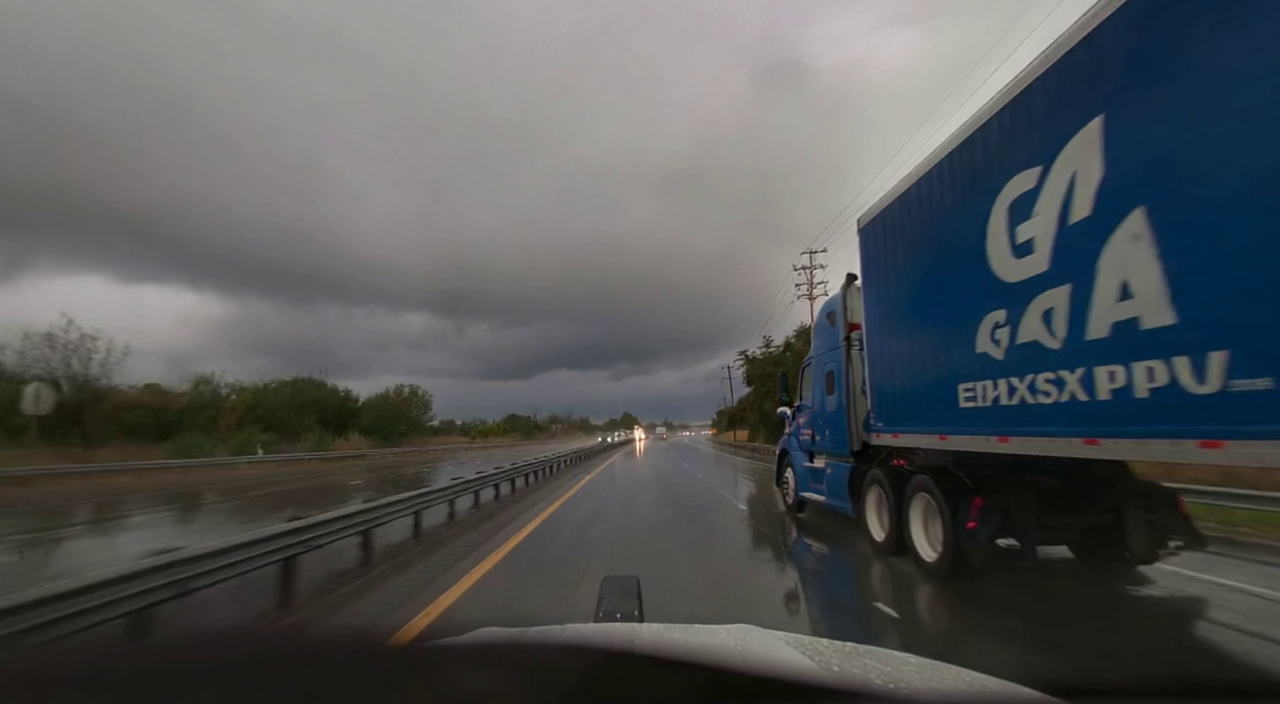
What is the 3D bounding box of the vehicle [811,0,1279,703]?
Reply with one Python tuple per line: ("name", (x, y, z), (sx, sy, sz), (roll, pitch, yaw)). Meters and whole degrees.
("vehicle", (4.029, -0.365, 2.281), (3.013, 4.076, 13.783), (0, -8, 0))
